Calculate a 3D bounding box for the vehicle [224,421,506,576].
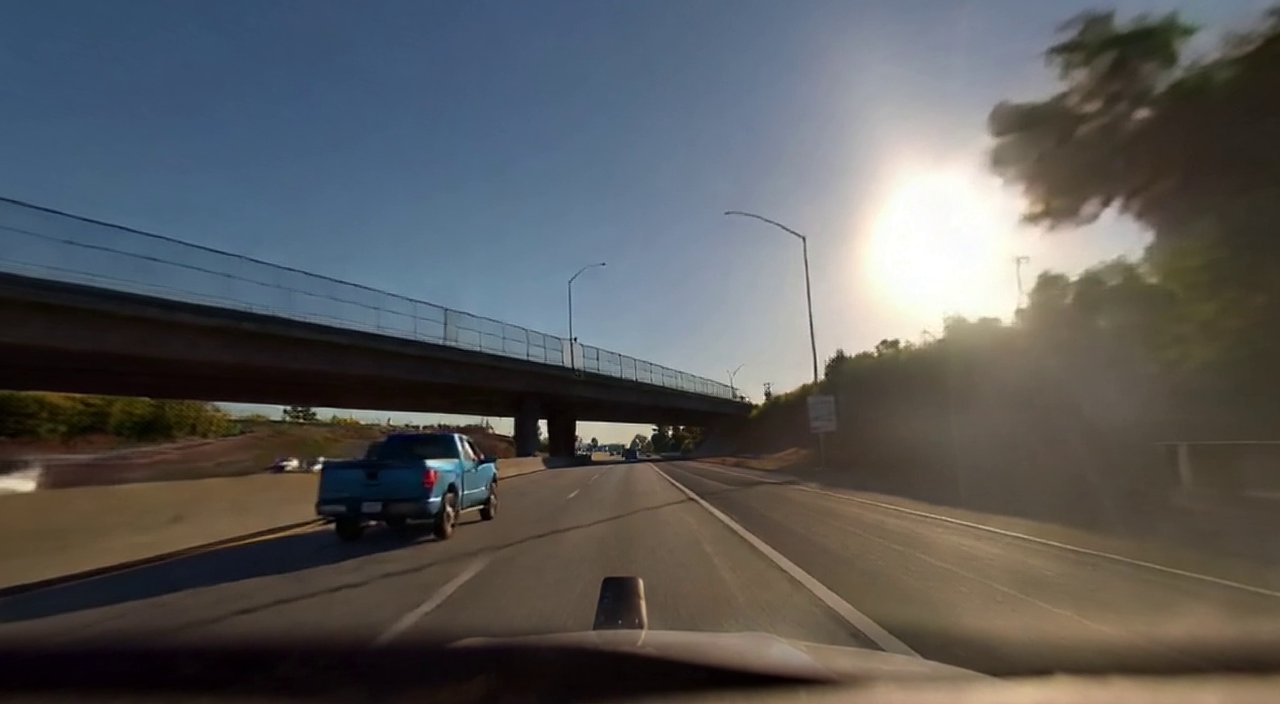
[{"bbox_3d":[-3.561,1.990,9.329,2.152,1.717,4.423,0,-9,0],"label":"vehicle"}]
